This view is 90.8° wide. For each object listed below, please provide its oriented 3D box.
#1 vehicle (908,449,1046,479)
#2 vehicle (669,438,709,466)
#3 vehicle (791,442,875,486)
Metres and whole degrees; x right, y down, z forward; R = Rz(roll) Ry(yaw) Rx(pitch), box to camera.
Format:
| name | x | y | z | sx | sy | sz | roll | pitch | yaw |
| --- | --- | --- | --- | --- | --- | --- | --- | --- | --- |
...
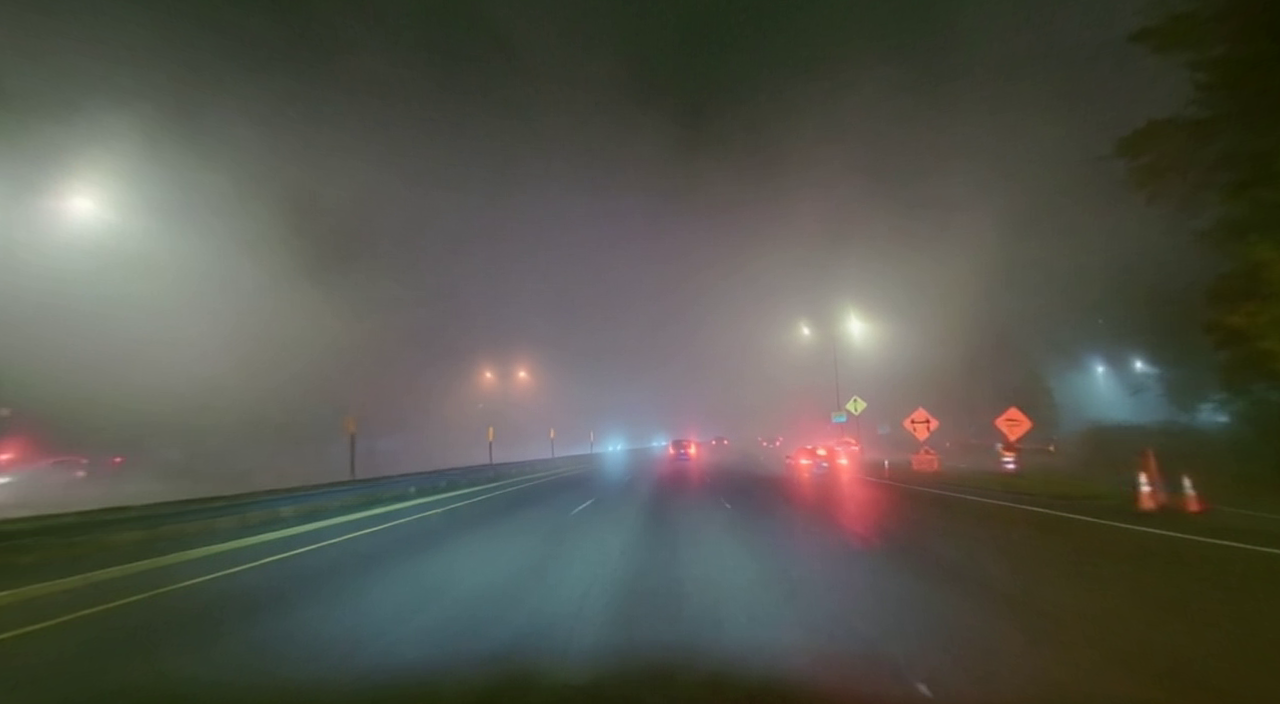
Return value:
| name | x | y | z | sx | sy | sz | roll | pitch | yaw |
| --- | --- | --- | --- | --- | --- | --- | --- | --- | --- |
| vehicle | 12.937 | 4.323 | 24.722 | 3.503 | 1.020 | 4.269 | -2 | -8 | 9 |
| vehicle | 3.166 | 6.316 | 40.122 | 2.201 | 1.676 | 4.541 | -1 | -8 | 8 |
| vehicle | 7.041 | 4.099 | 23.529 | 2.044 | 1.474 | 4.083 | -1 | -8 | 3 |
